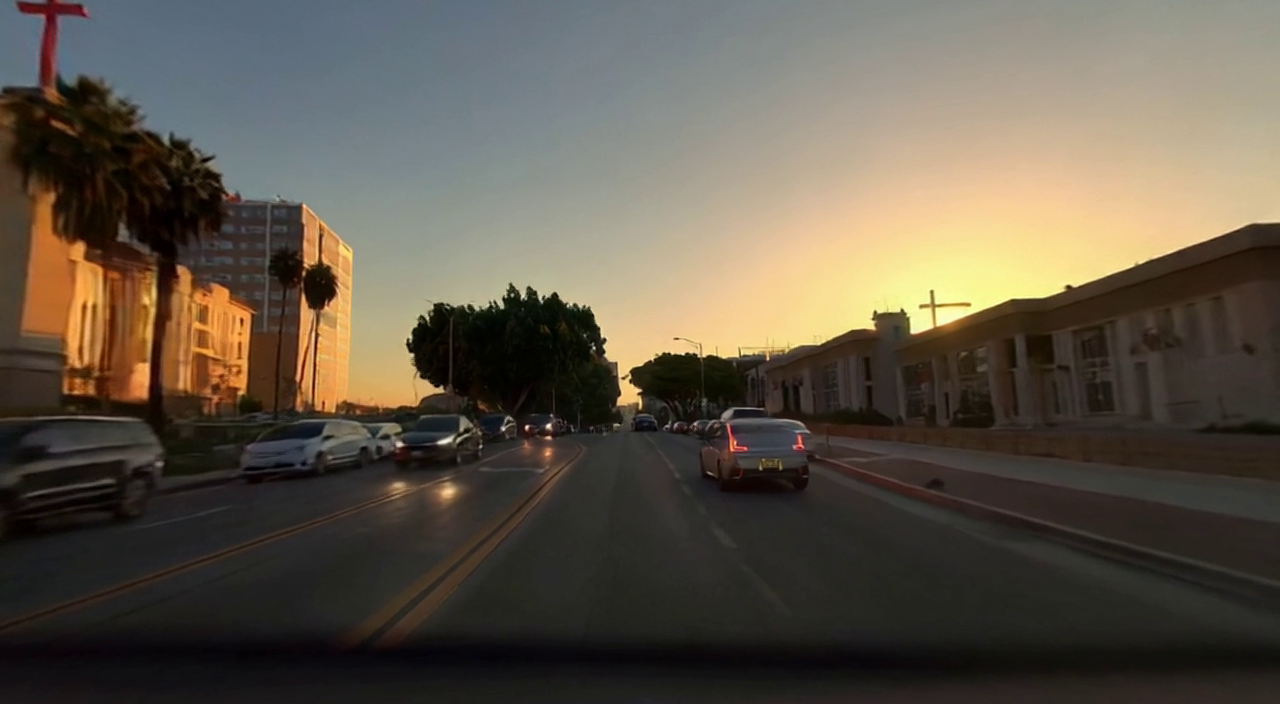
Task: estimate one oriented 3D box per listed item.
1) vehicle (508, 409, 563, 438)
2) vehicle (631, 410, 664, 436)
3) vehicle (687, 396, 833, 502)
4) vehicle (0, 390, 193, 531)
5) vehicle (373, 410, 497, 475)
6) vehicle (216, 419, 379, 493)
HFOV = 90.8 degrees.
[{"bbox_3d":[-5.819,4.102,35.712,2.153,1.469,4.939,0,-9,1],"label":"vehicle"},{"bbox_3d":[0.595,5.046,44.698,2.196,1.655,3.939,-1,-9,2],"label":"vehicle"},{"bbox_3d":[2.293,2.045,13.404,1.995,1.858,4.333,0,-9,-3],"label":"vehicle"},{"bbox_3d":[-8.652,1.363,7.948,2.076,1.650,5.432,0,-9,0],"label":"vehicle"},{"bbox_3d":[-5.883,2.699,18.816,2.171,1.676,4.523,0,-9,0],"label":"vehicle"},{"bbox_3d":[-9.158,2.827,17.440,2.017,1.754,4.428,0,-9,-1],"label":"vehicle"}]
